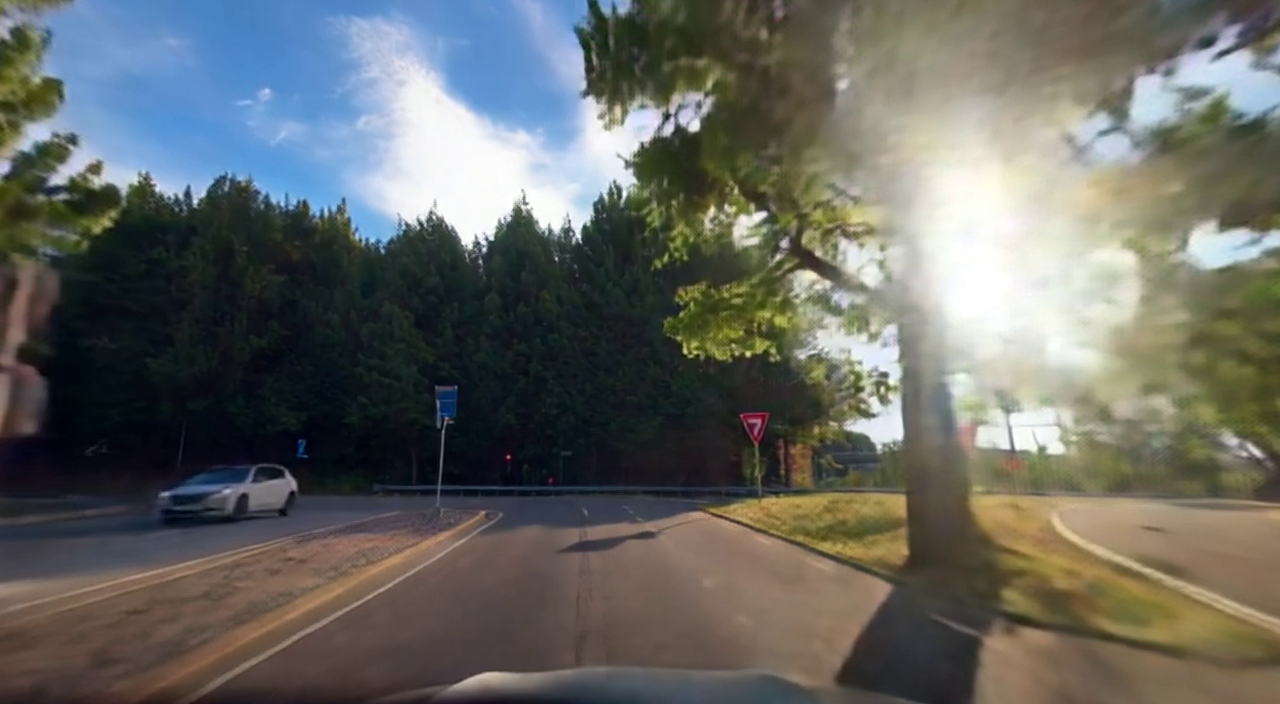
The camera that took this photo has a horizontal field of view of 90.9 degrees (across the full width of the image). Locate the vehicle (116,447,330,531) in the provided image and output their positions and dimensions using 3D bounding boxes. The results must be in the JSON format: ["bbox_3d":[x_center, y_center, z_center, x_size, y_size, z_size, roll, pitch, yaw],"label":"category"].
[{"bbox_3d":[-9.164,3.042,14.363,1.889,1.583,3.992,0,-10,4],"label":"vehicle"}]
